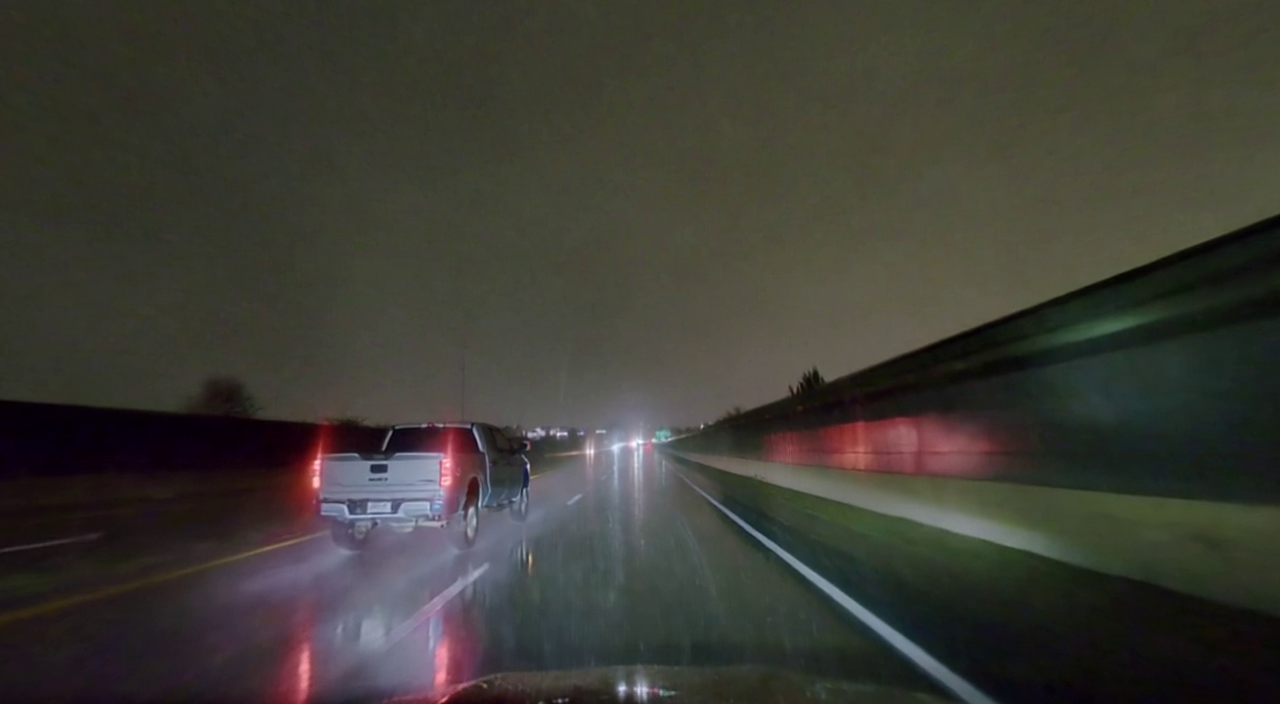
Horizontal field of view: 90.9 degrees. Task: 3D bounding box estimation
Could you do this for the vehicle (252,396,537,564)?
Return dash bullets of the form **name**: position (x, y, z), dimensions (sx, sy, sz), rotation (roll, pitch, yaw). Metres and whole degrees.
- **vehicle**: position (-3.303, 1.901, 10.174), dimensions (2.350, 1.932, 5.562), rotation (0, -8, 0)
